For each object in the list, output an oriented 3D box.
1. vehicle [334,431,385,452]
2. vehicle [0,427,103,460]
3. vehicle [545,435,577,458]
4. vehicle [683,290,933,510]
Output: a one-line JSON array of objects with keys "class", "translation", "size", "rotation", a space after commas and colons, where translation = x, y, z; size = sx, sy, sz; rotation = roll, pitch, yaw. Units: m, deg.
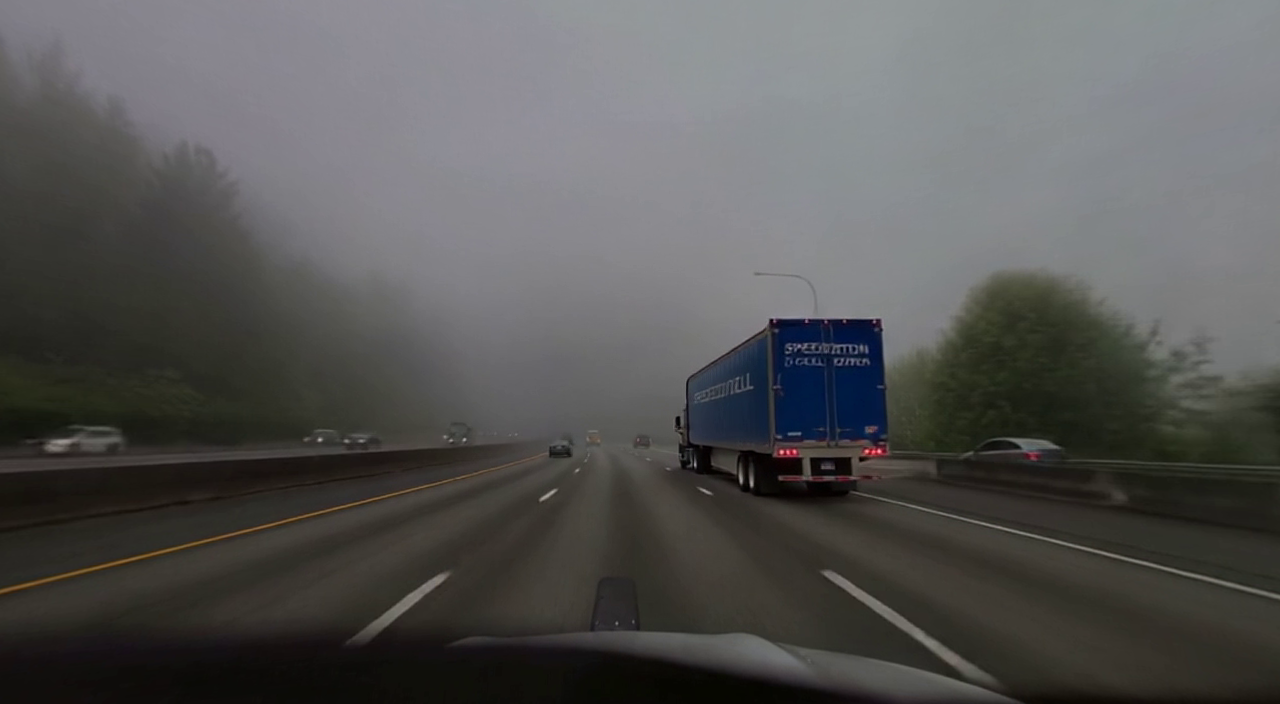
[{"class": "vehicle", "translation": [-20.698, 6.643, 46.719], "size": [1.824, 1.479, 4.672], "rotation": [1, -8, -3]}, {"class": "vehicle", "translation": [-31.583, 4.800, 33.279], "size": [1.918, 1.620, 4.789], "rotation": [0, -8, 4]}, {"class": "vehicle", "translation": [-5.654, 6.792, 45.513], "size": [2.030, 1.547, 3.862], "rotation": [1, -8, -3]}, {"class": "vehicle", "translation": [3.564, 1.797, 18.753], "size": [2.910, 4.051, 14.278], "rotation": [0, -8, -3]}]
